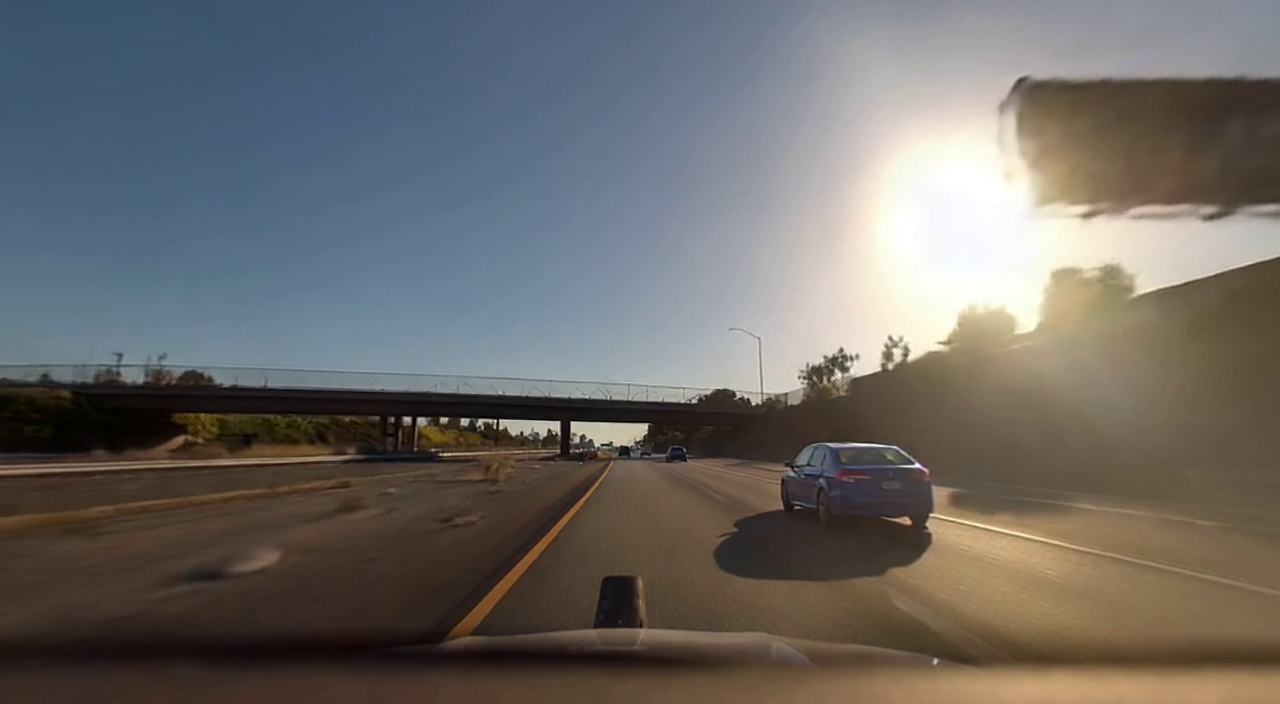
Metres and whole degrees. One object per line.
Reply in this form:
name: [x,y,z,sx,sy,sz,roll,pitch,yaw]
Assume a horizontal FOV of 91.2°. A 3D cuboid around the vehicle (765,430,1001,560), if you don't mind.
vehicle: [3.485,2.135,10.067,2.002,1.604,4.265,0,-9,-1]
